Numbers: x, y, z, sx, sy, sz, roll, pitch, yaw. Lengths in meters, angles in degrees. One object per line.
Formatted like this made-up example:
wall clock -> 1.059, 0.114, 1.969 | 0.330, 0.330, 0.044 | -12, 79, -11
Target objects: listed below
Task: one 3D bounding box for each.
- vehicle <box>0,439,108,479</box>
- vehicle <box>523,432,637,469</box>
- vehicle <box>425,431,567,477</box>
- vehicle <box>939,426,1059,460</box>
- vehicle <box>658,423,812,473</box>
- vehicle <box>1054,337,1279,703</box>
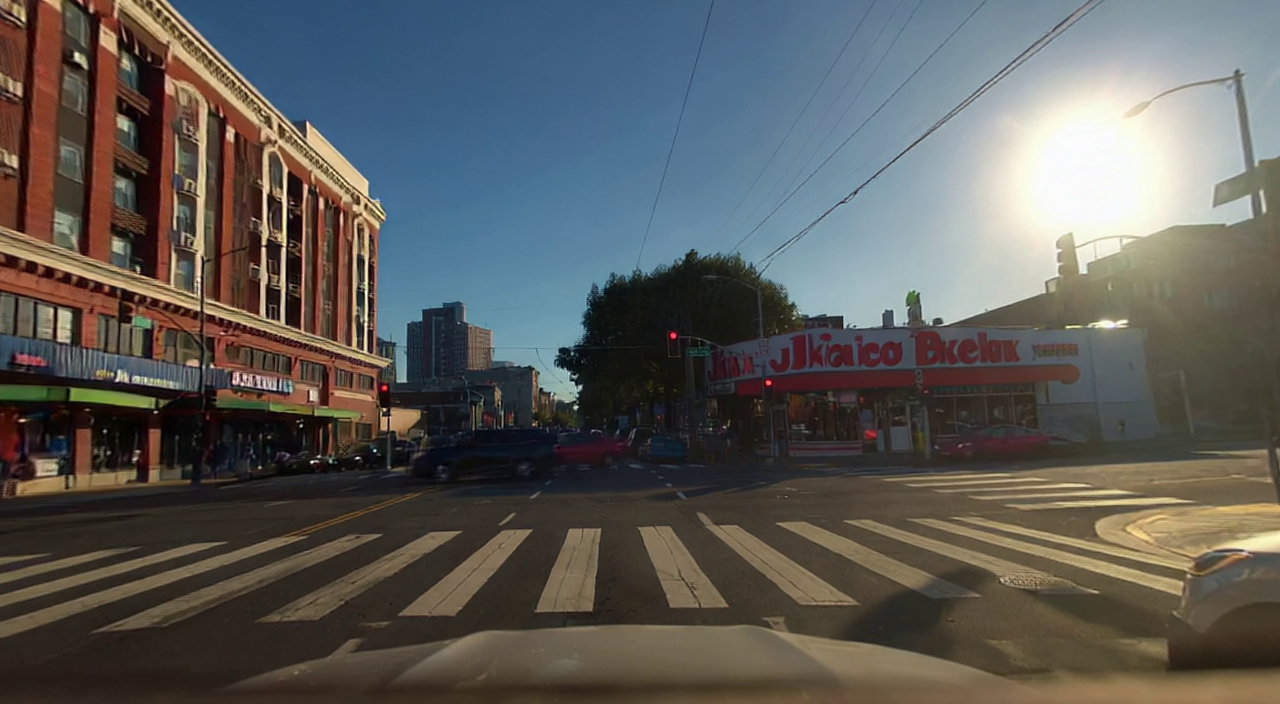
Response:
vehicle -> -31.543, 5.607, 33.543 | 2.205, 1.903, 5.877 | 1, -9, -10
vehicle -> -2.448, 3.994, 25.722 | 4.461, 1.443, 1.715 | 1, -9, -8
vehicle -> -4.929, 3.548, 22.128 | 4.643, 1.476, 1.820 | 1, -9, -8
vehicle -> 16.104, 4.088, 28.433 | 4.475, 1.458, 1.681 | 1, -9, -7
vehicle -> 3.016, 3.107, 20.593 | 4.612, 1.521, 1.811 | 1, -9, -9
vehicle -> 3.013, 0.610, 0.877 | 1.866, 1.654, 4.354 | 0, -8, 0
